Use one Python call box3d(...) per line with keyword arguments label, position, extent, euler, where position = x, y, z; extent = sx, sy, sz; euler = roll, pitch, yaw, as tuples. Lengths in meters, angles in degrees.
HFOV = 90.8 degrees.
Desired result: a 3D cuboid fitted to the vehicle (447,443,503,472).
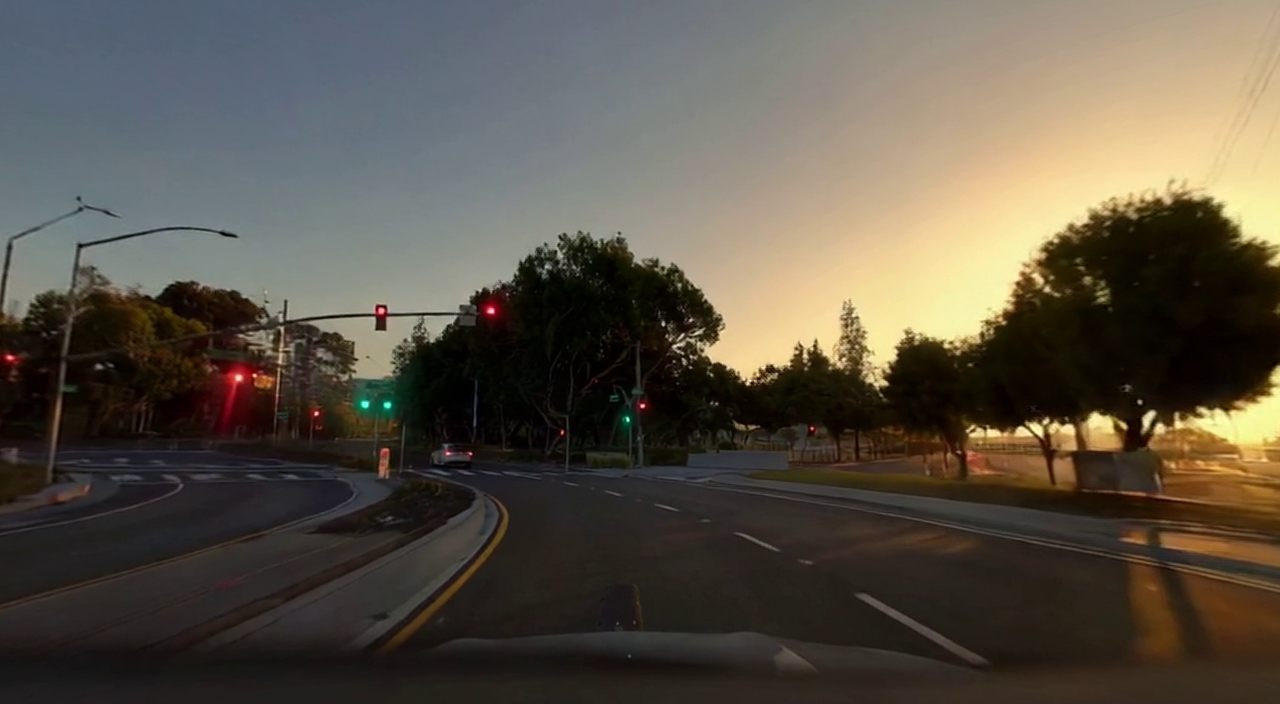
box3d(label="vehicle", position=(-9.321, 5.895, 35.496), extent=(2.163, 1.537, 4.368), euler=(4, -10, -26))
